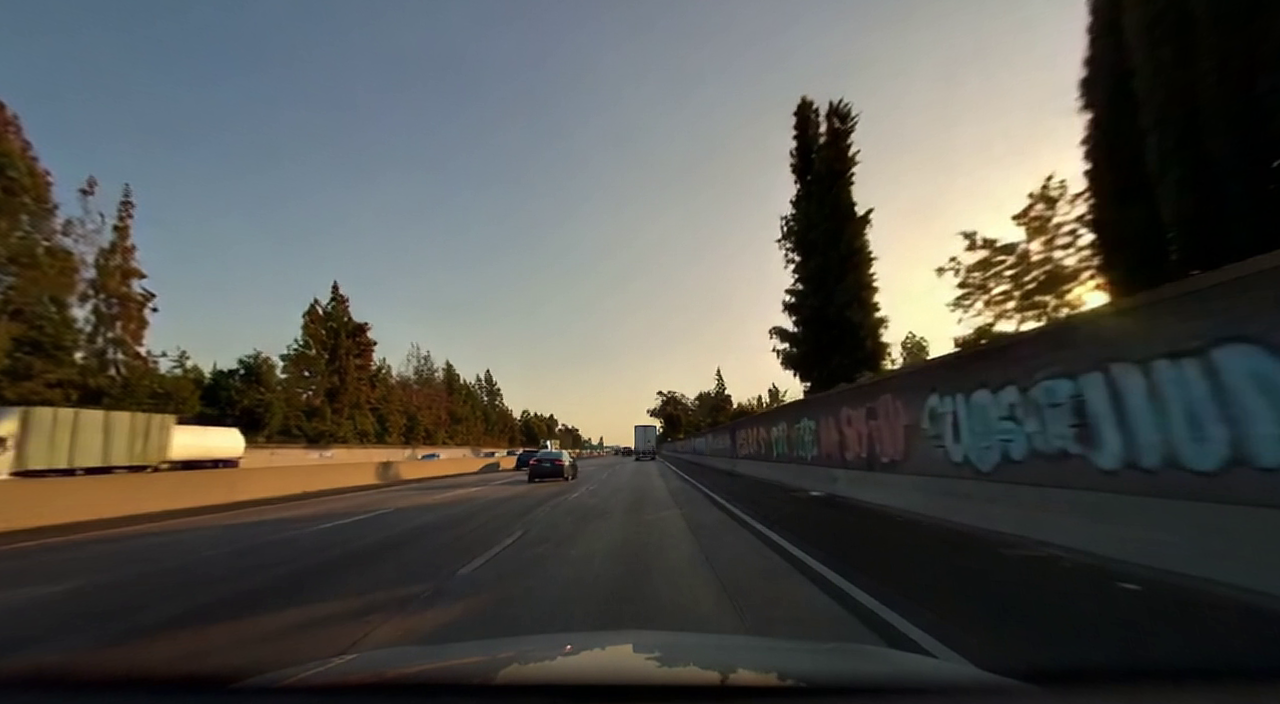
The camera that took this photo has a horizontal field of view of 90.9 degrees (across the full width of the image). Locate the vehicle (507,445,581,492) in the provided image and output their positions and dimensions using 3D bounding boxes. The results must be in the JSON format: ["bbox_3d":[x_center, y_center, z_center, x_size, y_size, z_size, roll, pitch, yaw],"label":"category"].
[{"bbox_3d":[-3.195,3.975,21.861,1.803,1.466,4.509,0,-9,1],"label":"vehicle"}]

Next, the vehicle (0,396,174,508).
[{"bbox_3d":[-22.447,3.737,23.561,3.241,3.624,8.590,0,-9,1],"label":"vehicle"}]
